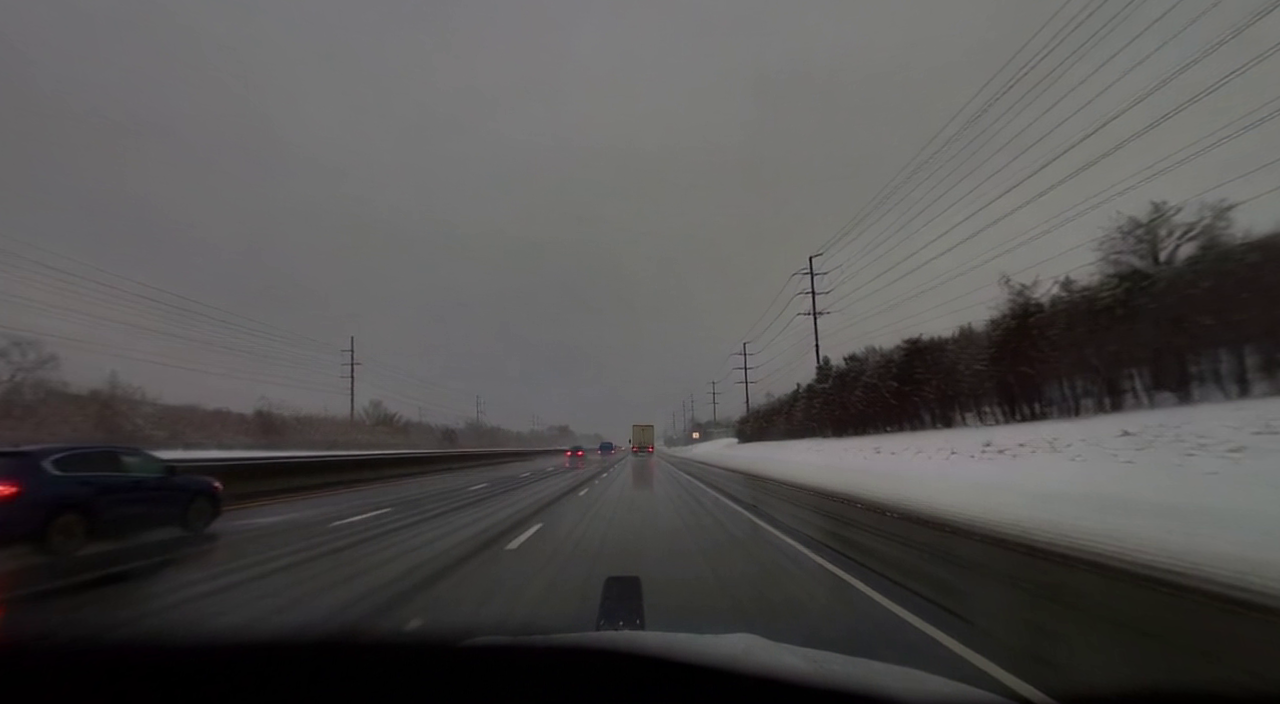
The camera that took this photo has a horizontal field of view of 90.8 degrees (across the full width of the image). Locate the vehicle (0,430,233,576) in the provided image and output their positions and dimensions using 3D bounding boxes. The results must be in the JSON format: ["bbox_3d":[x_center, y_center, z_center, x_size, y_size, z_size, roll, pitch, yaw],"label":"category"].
[{"bbox_3d":[-7.411,1.763,7.895,1.915,1.454,3.996,0,-9,1],"label":"vehicle"}]
